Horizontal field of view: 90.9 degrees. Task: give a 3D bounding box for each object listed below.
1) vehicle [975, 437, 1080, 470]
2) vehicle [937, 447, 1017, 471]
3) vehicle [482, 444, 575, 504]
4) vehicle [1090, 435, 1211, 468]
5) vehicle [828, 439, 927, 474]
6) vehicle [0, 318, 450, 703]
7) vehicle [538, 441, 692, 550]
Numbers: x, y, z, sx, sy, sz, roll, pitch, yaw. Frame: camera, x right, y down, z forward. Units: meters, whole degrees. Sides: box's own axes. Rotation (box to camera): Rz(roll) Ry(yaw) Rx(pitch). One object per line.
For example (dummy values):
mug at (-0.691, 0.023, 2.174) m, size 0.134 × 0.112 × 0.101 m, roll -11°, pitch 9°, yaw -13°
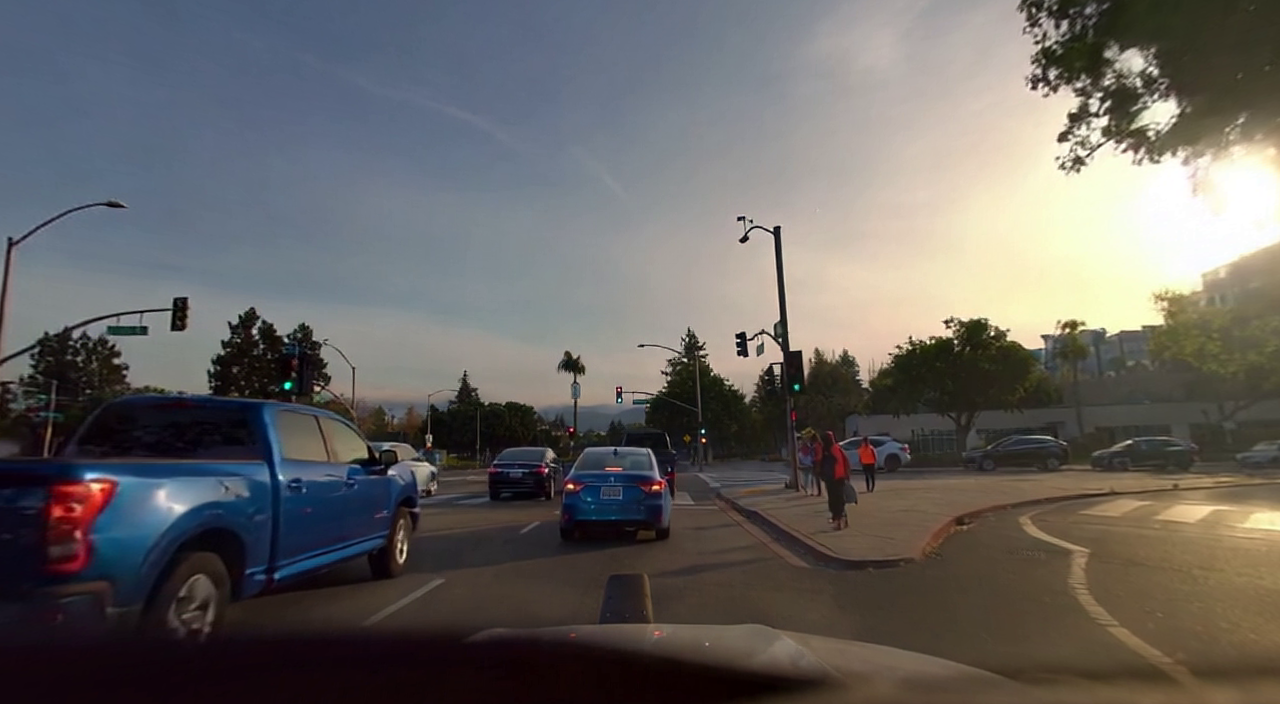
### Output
vehicle at (22.021, 5.763, 35.964) m, size 4.529 × 1.786 × 2.110 m, roll 0°, pitch -9°, yaw 2°
vehicle at (21.211, 6.724, 39.793) m, size 3.983 × 1.443 × 1.831 m, roll 0°, pitch -9°, yaw 1°
vehicle at (-3.361, 3.764, 20.042) m, size 2.003 × 1.655 × 4.878 m, roll 0°, pitch -9°, yaw 0°
vehicle at (29.027, 5.676, 35.954) m, size 4.967 × 1.794 × 2.044 m, roll 0°, pitch -9°, yaw 3°
vehicle at (12.302, 5.428, 32.894) m, size 4.394 × 1.724 × 1.886 m, roll 0°, pitch -9°, yaw 1°
vehicle at (-3.576, 1.180, 5.375) m, size 2.202 × 1.961 × 4.980 m, roll 0°, pitch -9°, yaw 2°
vehicle at (-0.310, 2.342, 11.077) m, size 2.144 × 1.497 × 4.446 m, roll 0°, pitch -9°, yaw 1°
